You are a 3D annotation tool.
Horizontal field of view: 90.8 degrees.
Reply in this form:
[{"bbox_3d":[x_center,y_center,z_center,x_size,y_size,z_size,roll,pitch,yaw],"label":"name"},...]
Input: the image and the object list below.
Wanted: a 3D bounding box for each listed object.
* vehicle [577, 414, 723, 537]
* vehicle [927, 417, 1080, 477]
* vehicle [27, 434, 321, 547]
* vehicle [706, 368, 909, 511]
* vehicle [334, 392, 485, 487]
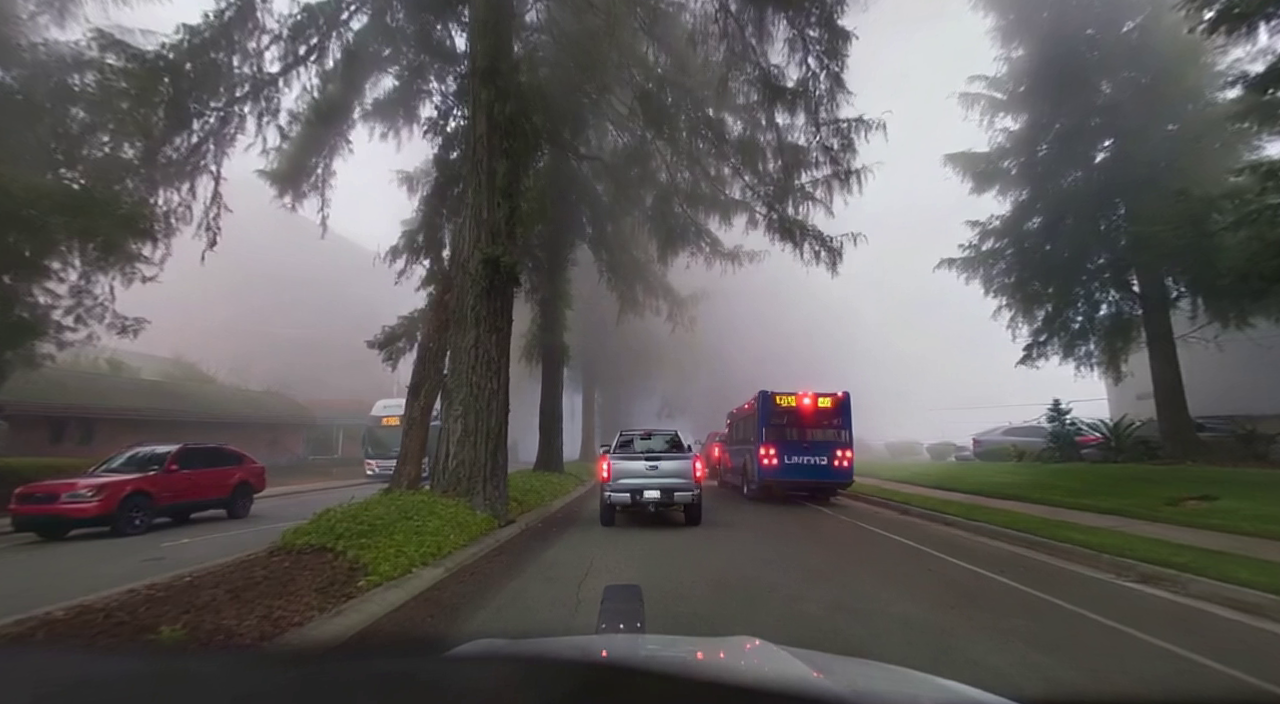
[{"bbox_3d":[0.130,2.266,12.341,2.157,1.816,5.804,0,-8,0],"label":"vehicle"},{"bbox_3d":[14.688,3.850,25.795,4.697,1.908,2.243,-5,-8,1],"label":"vehicle"},{"bbox_3d":[-8.421,2.486,12.160,2.028,1.728,4.630,0,-8,1],"label":"vehicle"},{"bbox_3d":[4.137,2.643,18.891,3.088,3.057,10.503,0,-8,-1],"label":"vehicle"},{"bbox_3d":[-11.433,4.684,33.447,2.996,4.022,12.692,0,-8,1],"label":"vehicle"}]
